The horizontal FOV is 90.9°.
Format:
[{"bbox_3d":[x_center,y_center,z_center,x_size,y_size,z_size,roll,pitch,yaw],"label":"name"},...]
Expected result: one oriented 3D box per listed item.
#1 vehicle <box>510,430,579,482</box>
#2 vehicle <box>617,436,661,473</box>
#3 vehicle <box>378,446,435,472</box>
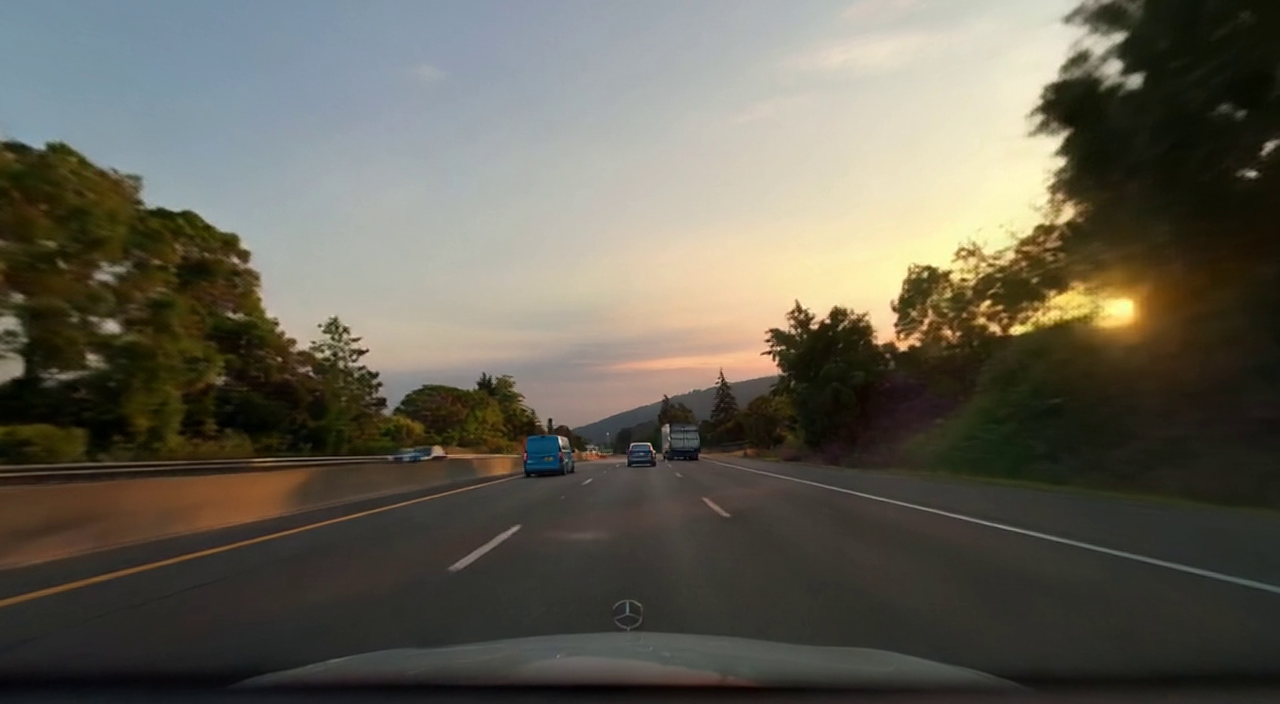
[{"bbox_3d":[-3.939,4.413,27.006,2.167,1.991,5.062,0,-9,0],"label":"vehicle"},{"bbox_3d":[-0.055,5.519,33.975,2.209,1.825,4.036,-1,-9,0],"label":"vehicle"},{"bbox_3d":[-14.885,6.828,40.454,1.896,1.515,4.601,-1,-8,0],"label":"vehicle"}]
